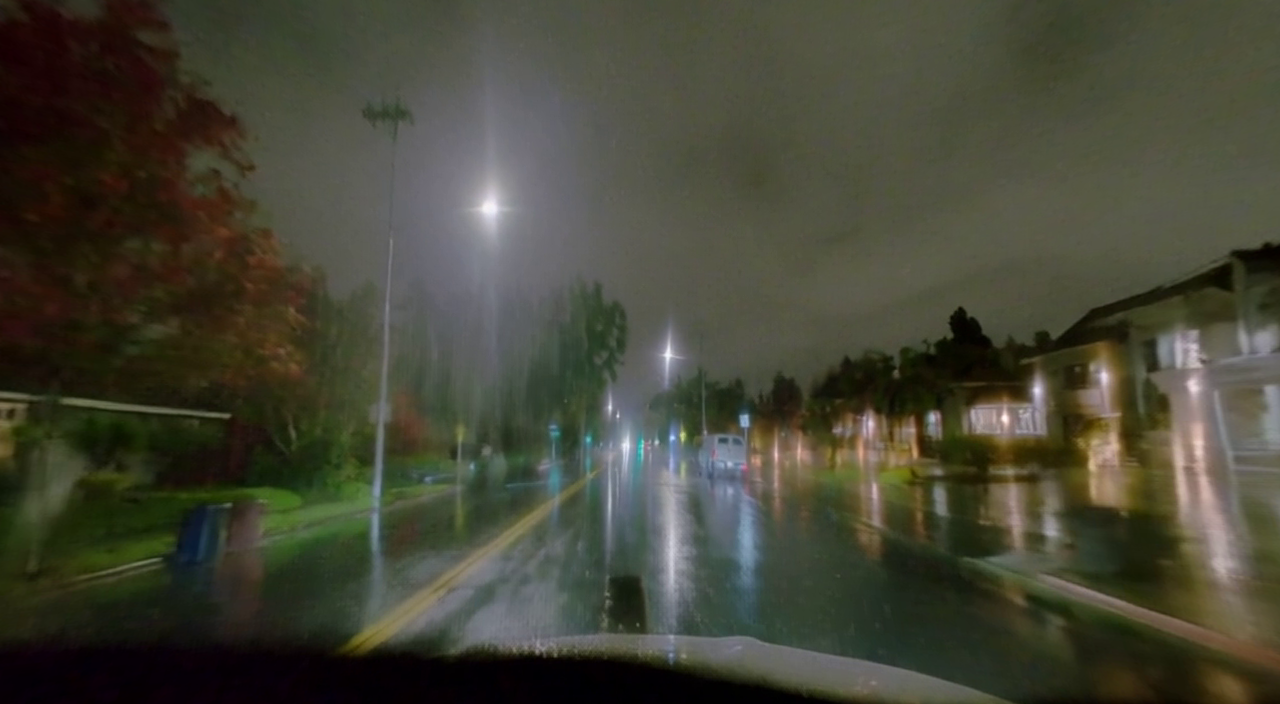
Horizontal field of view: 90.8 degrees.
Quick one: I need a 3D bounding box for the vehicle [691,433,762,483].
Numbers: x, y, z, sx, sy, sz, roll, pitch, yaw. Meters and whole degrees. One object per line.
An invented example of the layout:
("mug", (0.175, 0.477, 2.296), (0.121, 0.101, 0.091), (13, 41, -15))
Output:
("vehicle", (3.179, 4.009, 24.202), (2.086, 1.726, 4.384), (0, -8, 0))
